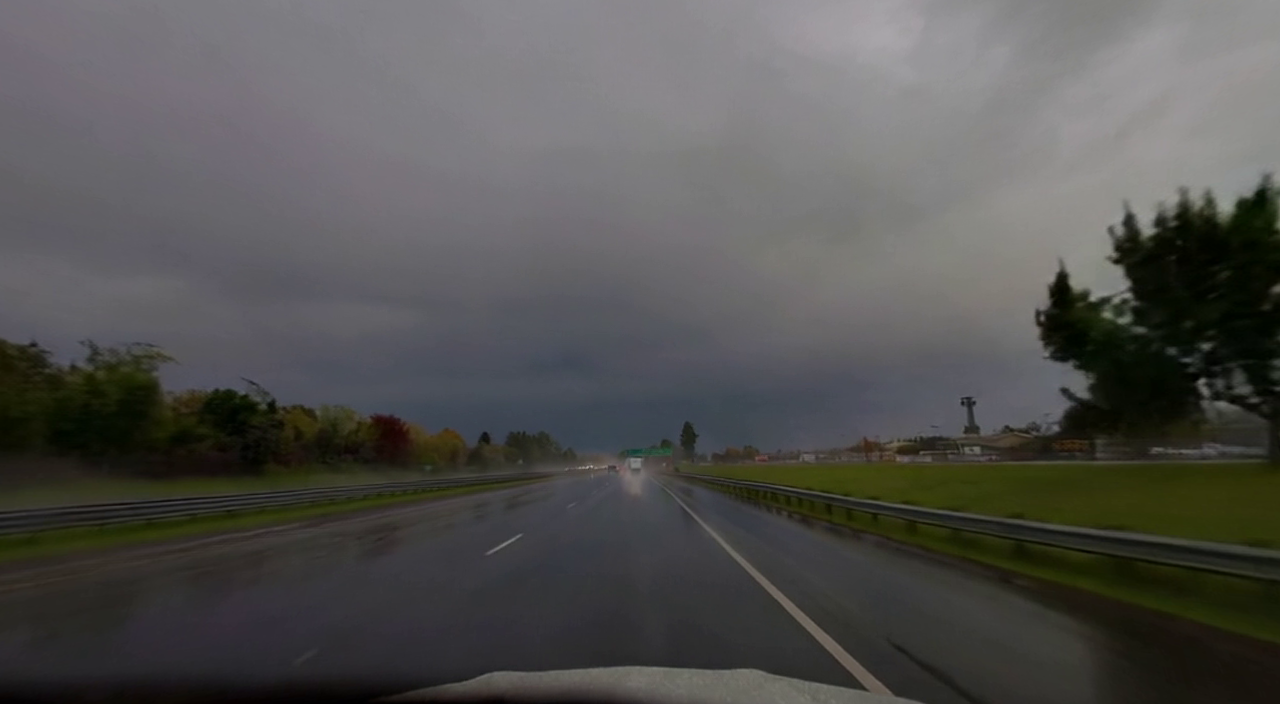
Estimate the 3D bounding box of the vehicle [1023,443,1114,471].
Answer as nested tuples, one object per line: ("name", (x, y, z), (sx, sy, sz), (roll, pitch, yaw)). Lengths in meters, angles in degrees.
("vehicle", (28.133, 6.930, 41.515), (4.723, 1.688, 2.004), (-6, -12, 32))
